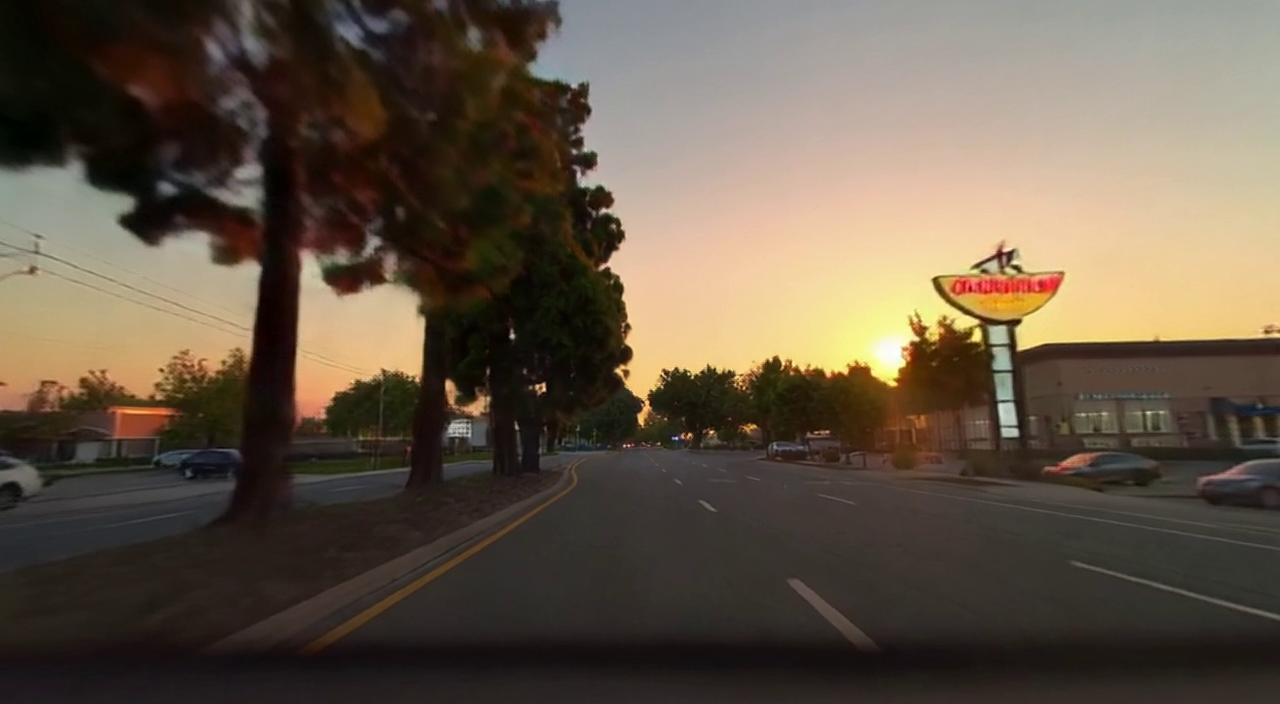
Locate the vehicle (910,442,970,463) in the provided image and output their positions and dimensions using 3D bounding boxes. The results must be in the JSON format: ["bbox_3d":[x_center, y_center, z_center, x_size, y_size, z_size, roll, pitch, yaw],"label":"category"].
[{"bbox_3d":[22.492,7.602,47.540,1.791,1.458,4.316,0,-10,-11],"label":"vehicle"}]

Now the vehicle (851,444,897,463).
[{"bbox_3d":[17.710,7.697,48.038,1.873,1.383,3.754,0,-9,-3],"label":"vehicle"}]

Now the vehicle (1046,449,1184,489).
[{"bbox_3d":[20.782,5.125,27.794,4.423,1.633,2.010,0,-9,0],"label":"vehicle"}]

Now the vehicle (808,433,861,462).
[{"bbox_3d":[14.710,7.305,48.105,2.235,2.016,5.481,-2,-9,0],"label":"vehicle"}]

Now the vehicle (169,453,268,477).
[{"bbox_3d":[-26.869,7.202,40.404,4.777,1.469,1.937,0,-9,-5],"label":"vehicle"}]
